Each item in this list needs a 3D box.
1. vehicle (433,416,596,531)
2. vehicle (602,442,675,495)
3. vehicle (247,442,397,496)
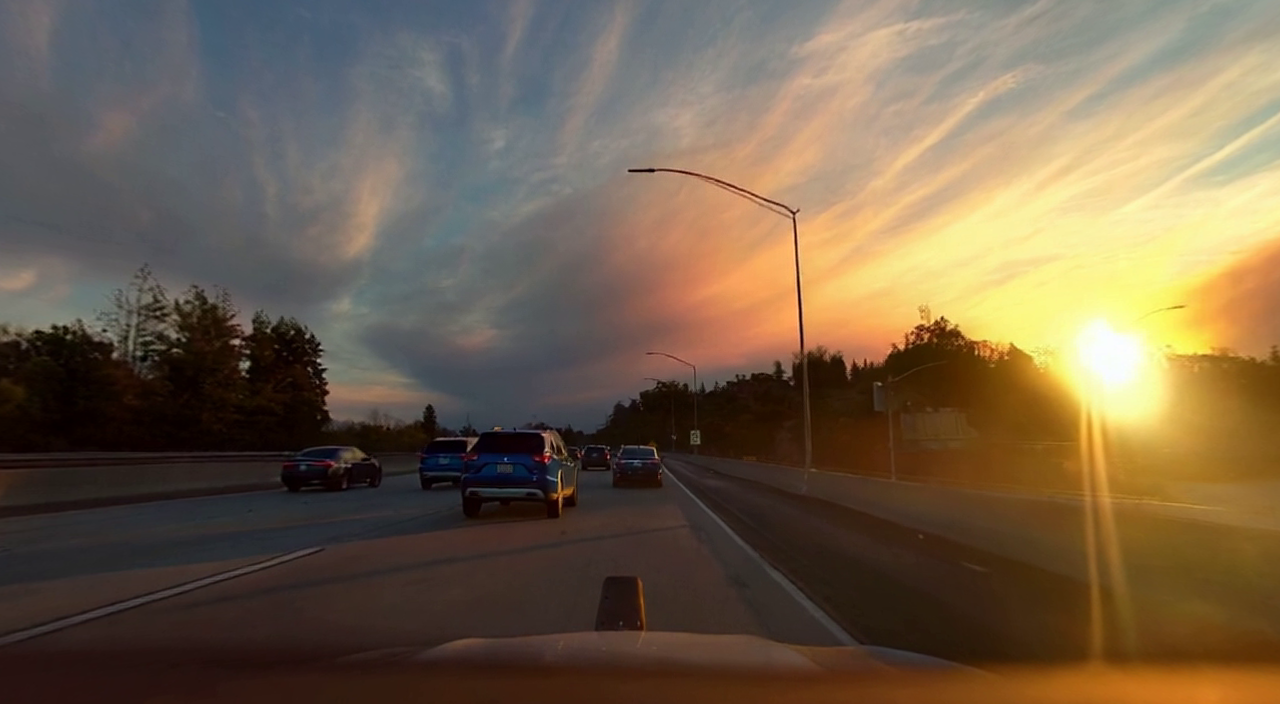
[{"bbox_3d":[-2.130,2.227,12.037,2.123,1.798,4.108,0,-9,2],"label":"vehicle"},{"bbox_3d":[-0.020,3.656,20.071,2.068,1.488,4.045,0,-9,1],"label":"vehicle"},{"bbox_3d":[-9.605,3.556,19.574,2.126,1.480,4.589,0,-9,2],"label":"vehicle"}]
